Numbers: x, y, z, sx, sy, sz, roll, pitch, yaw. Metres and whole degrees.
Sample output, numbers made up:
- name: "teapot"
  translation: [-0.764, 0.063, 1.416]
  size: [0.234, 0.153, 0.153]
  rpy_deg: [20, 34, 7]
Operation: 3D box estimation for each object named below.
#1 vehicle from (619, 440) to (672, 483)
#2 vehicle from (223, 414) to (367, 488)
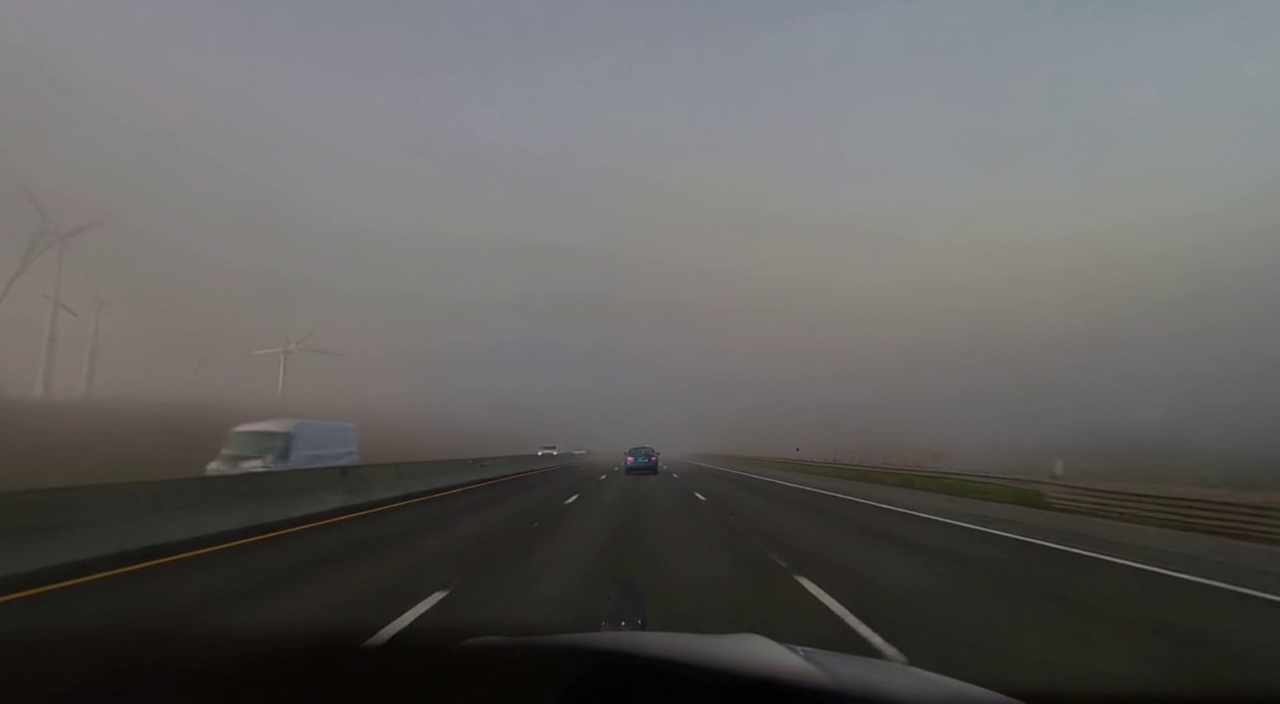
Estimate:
- name: "vehicle"
  translation: [0.211, 4.610, 26.739]
  size: [2.083, 1.653, 3.787]
  rpy_deg: [0, -9, -1]
- name: "vehicle"
  translation: [-15.753, 4.616, 29.531]
  size: [2.585, 3.015, 7.117]
  rpy_deg: [0, -9, 0]
